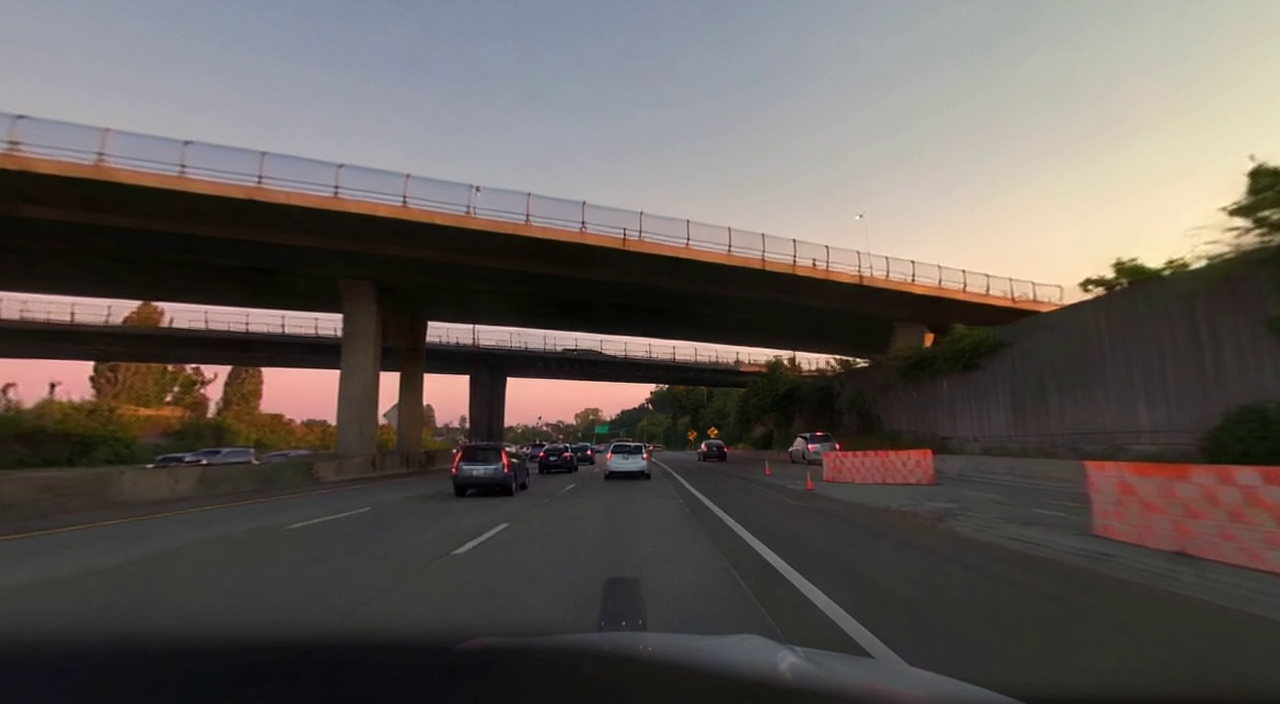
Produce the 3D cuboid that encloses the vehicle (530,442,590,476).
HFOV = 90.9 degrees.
[{"bbox_3d":[-3.686,5.024,29.923,2.141,1.455,4.447,0,-8,1],"label":"vehicle"}]

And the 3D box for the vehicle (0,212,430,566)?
[{"bbox_3d":[-7.503,1.112,12.182,2.959,3.886,10.574,0,-8,1],"label":"vehicle"}]

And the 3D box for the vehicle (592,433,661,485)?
[{"bbox_3d":[-0.444,3.830,22.952,2.270,1.696,4.061,0,-8,0],"label":"vehicle"}]

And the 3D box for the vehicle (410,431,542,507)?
[{"bbox_3d":[-3.952,2.895,16.082,2.124,1.639,4.344,0,-8,1],"label":"vehicle"}]

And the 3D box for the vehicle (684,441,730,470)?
[{"bbox_3d":[3.595,5.659,34.564,2.003,1.465,4.092,0,-8,-1],"label":"vehicle"}]
